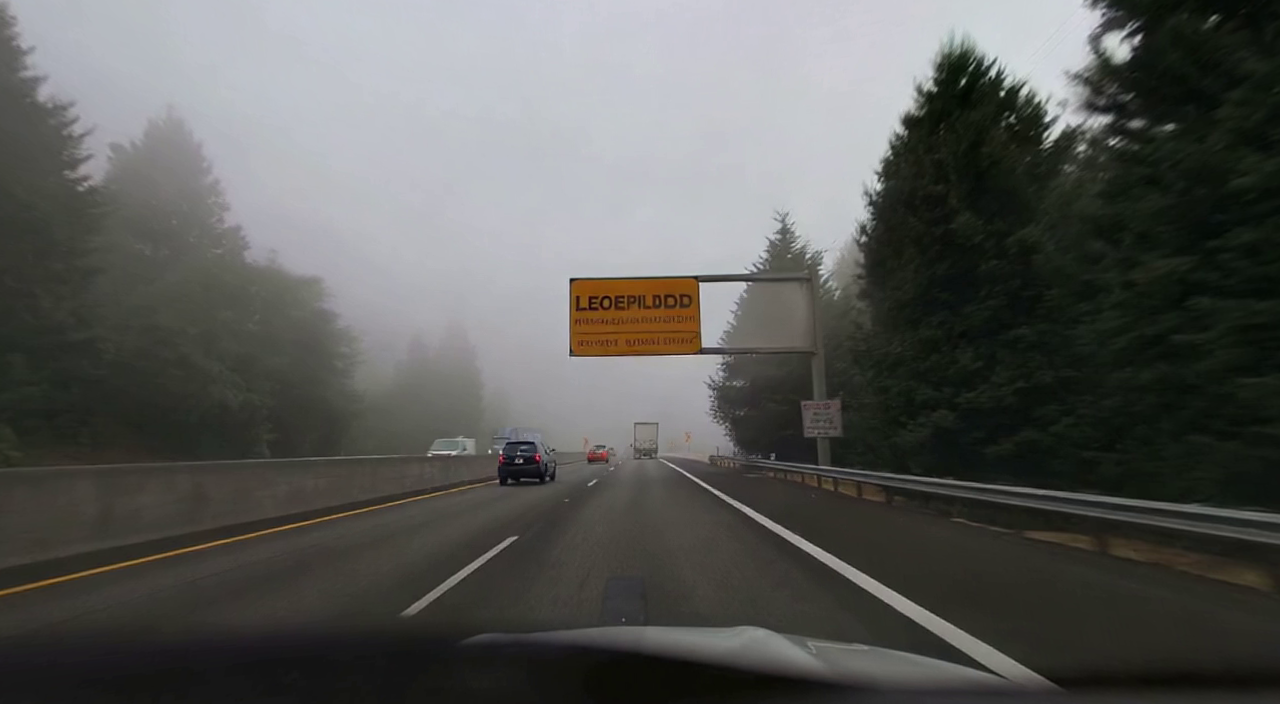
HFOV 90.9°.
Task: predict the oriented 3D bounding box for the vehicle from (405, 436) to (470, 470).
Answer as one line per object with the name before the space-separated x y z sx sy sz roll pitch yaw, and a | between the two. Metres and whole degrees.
vehicle | -11.872 5.937 37.342 2.165 1.856 5.016 0 -9 0

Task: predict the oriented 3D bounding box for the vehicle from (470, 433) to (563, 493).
vehicle | -3.869 3.569 20.523 2.111 1.735 4.066 0 -9 1
